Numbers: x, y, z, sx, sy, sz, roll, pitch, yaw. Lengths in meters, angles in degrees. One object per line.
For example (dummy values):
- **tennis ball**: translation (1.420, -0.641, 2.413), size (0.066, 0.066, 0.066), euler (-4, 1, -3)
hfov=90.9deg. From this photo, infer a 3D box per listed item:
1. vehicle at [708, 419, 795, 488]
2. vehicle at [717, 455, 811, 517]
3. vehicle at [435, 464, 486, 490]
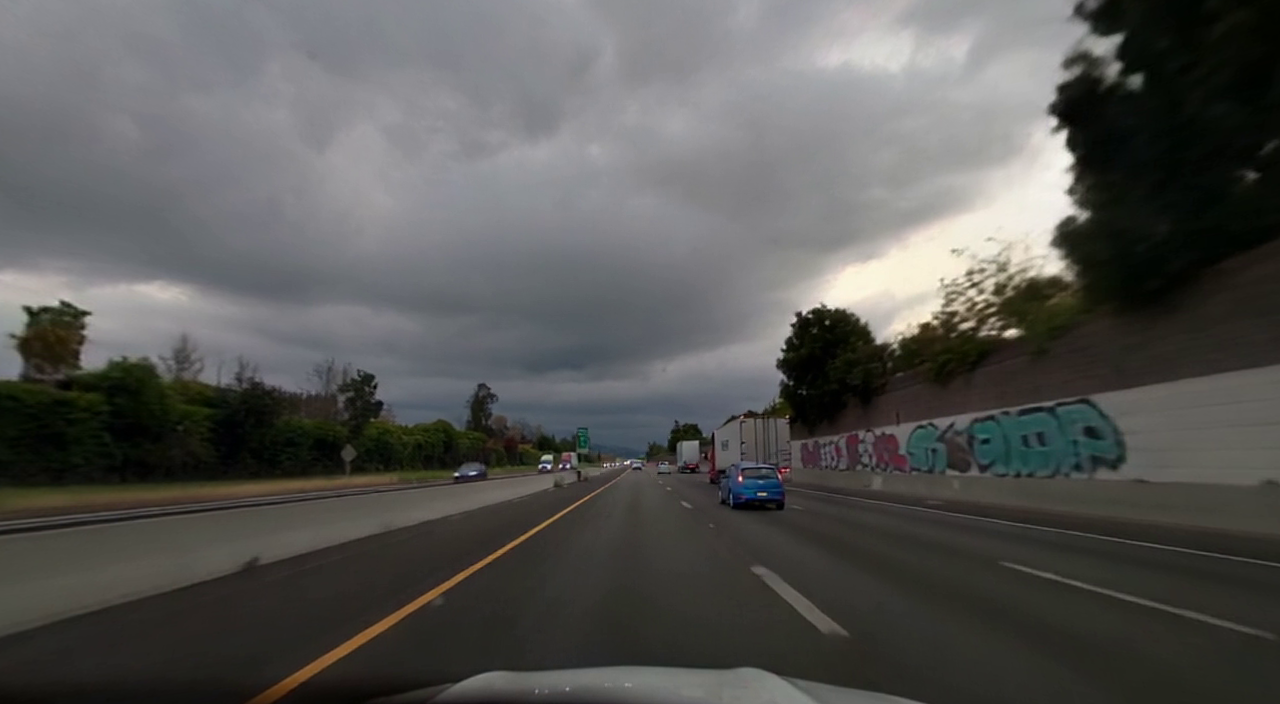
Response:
- **vehicle**: translation (7.567, 7.549, 46.006), size (3.298, 4.017, 16.824), euler (1, -10, 0)
- **vehicle**: translation (3.491, 3.850, 18.395), size (2.011, 1.574, 3.512), euler (1, -10, 0)
- **vehicle**: translation (-12.216, 8.512, 43.210), size (2.001, 1.609, 4.720), euler (0, -10, 1)
